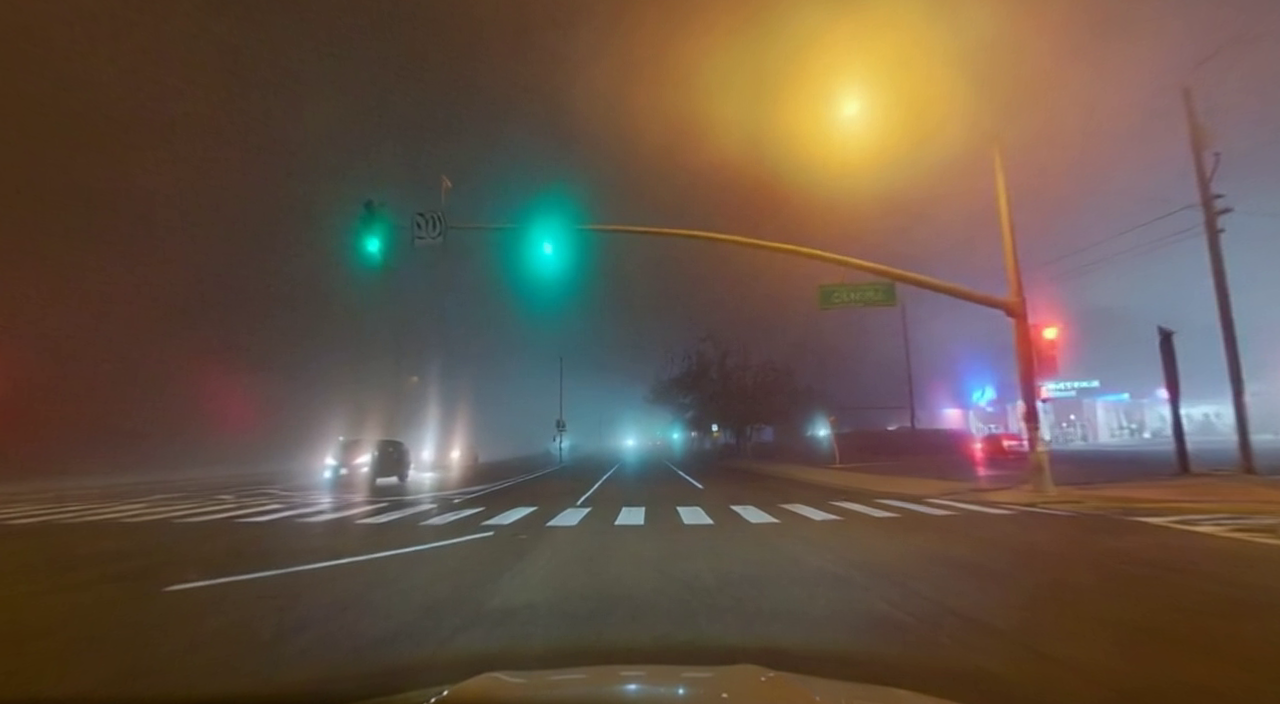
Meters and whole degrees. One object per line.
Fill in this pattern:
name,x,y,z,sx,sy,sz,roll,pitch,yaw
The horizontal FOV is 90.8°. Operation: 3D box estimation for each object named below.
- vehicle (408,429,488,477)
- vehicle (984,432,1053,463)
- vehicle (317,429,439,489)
vehicle,-8.364,4.414,28.032,2.037,1.799,4.928,-3,-7,0
vehicle,20.235,5.075,33.690,2.094,1.488,4.433,-8,-11,43
vehicle,-8.484,3.479,21.068,1.946,1.710,5.044,-1,-8,0
